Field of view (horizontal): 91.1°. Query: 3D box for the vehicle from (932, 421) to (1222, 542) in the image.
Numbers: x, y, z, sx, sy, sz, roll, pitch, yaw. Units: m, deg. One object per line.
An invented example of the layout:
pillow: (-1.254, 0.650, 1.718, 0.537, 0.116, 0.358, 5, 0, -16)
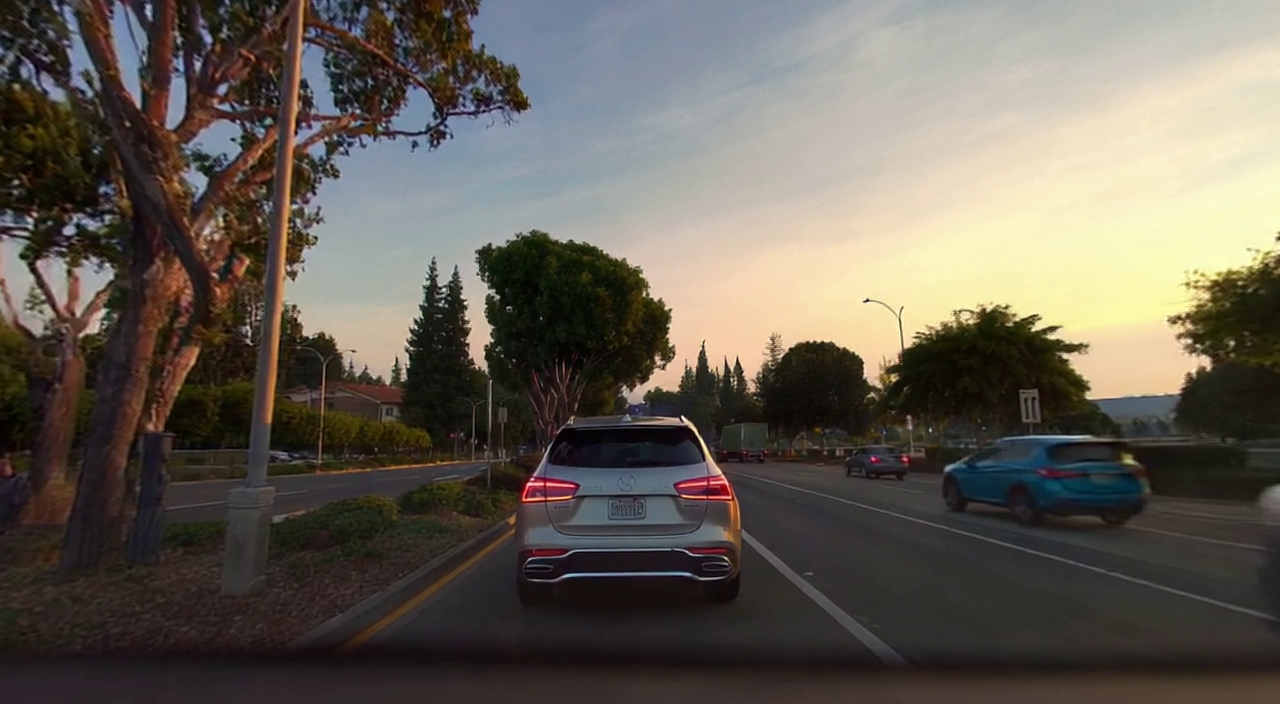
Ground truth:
vehicle: (7.193, 2.148, 11.069, 2.024, 1.707, 4.248, 0, -8, 0)

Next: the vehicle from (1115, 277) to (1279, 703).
vehicle: (3.571, 0.401, 0.342, 2.388, 1.932, 5.410, 0, -8, 0)

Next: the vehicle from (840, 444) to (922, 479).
vehicle: (11.121, 5.053, 29.316, 1.998, 1.527, 4.489, 0, -8, 0)

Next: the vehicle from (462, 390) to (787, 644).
vehicle: (-0.150, 1.405, 6.330, 2.172, 1.694, 4.055, 0, -8, -1)
